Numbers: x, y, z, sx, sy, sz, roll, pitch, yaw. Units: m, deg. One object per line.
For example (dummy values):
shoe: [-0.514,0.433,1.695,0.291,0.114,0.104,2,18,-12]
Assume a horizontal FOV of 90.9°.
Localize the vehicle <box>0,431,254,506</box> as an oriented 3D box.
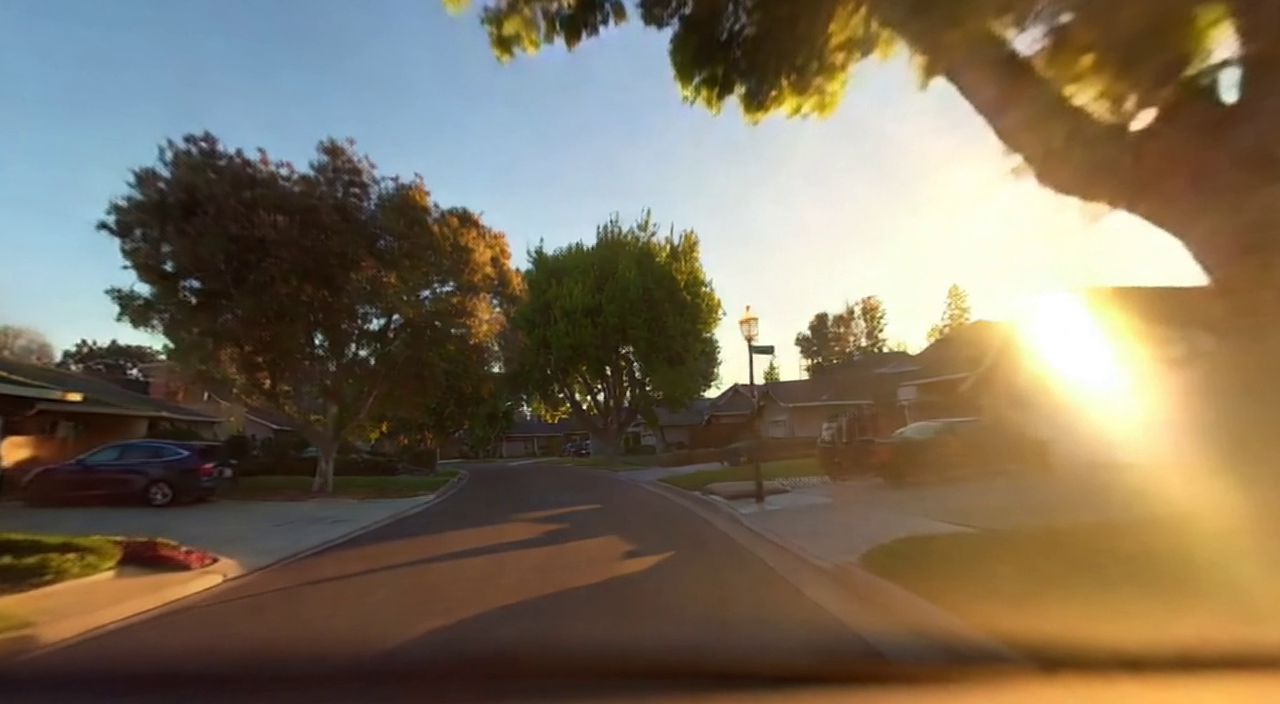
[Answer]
vehicle: [-12.056,2.717,14.966,4.471,1.638,1.877,0,-8,-1]
